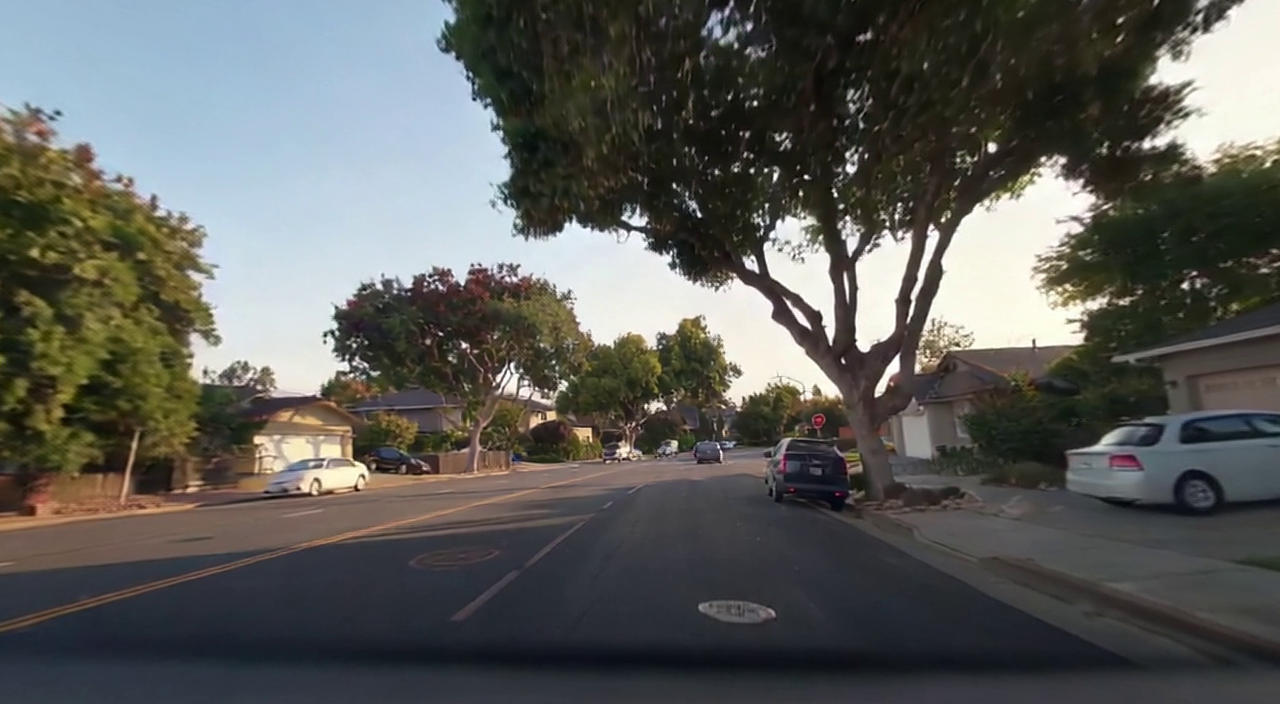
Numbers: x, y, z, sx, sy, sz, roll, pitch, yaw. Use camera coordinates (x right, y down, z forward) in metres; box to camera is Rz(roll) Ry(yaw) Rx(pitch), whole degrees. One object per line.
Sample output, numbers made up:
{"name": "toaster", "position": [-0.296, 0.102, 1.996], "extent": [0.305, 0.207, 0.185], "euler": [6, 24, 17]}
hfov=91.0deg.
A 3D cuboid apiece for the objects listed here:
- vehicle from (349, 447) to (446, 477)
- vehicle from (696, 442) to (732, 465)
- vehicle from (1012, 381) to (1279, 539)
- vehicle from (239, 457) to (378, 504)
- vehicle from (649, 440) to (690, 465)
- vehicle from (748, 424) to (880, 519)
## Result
{"name": "vehicle", "position": [-15.182, 6.901, 39.595], "extent": [5.177, 1.779, 2.199], "euler": [-1, -8, 4]}
{"name": "vehicle", "position": [5.094, 6.894, 42.758], "extent": [1.955, 1.459, 4.383], "euler": [-2, -9, 13]}
{"name": "vehicle", "position": [9.239, 1.536, 9.965], "extent": [5.085, 1.795, 2.183], "euler": [-9, -9, 3]}
{"name": "vehicle", "position": [-12.277, 4.755, 23.794], "extent": [2.118, 1.496, 5.030], "euler": [-3, -10, 6]}
{"name": "vehicle", "position": [2.167, 7.219, 45.440], "extent": [2.178, 1.695, 4.339], "euler": [-2, -9, 13]}
{"name": "vehicle", "position": [4.250, 3.006, 16.533], "extent": [2.516, 2.019, 5.790], "euler": [-1, -8, 8]}
